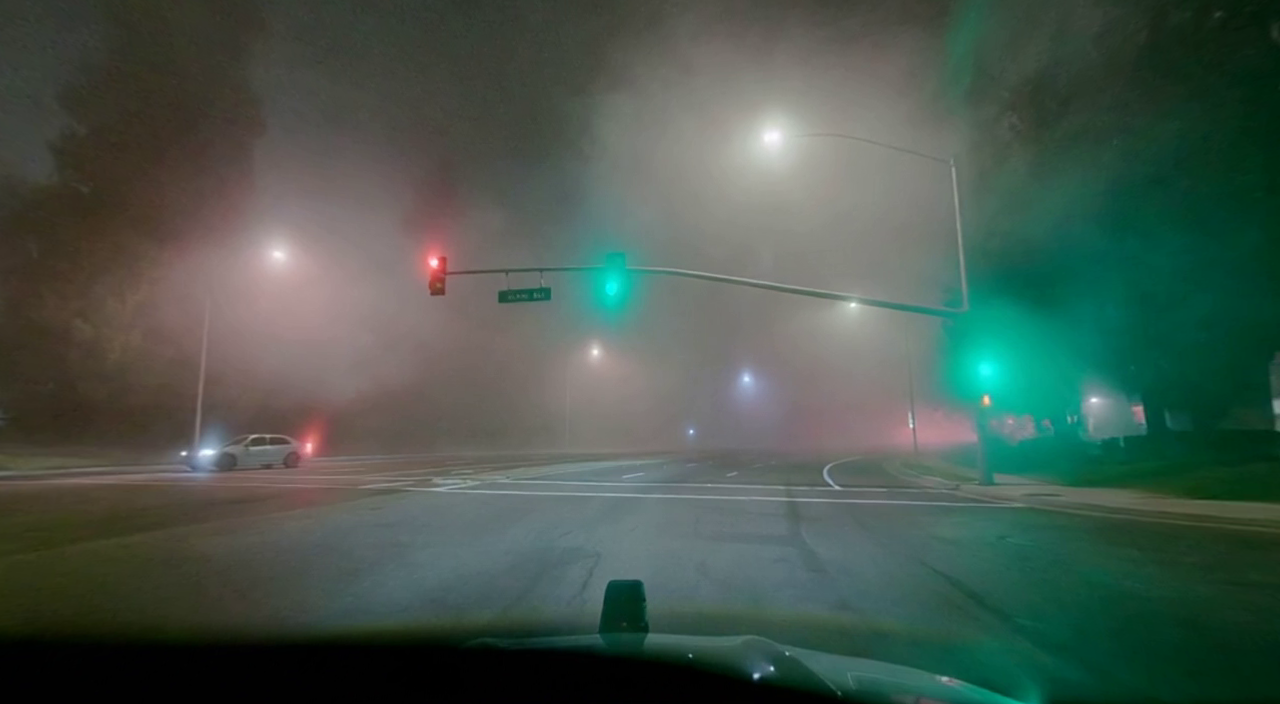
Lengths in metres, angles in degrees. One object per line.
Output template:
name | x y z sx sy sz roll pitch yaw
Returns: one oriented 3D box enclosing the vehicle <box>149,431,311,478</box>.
vehicle | -14.287 3.607 22.380 1.853 1.487 4.691 -2 -9 14
